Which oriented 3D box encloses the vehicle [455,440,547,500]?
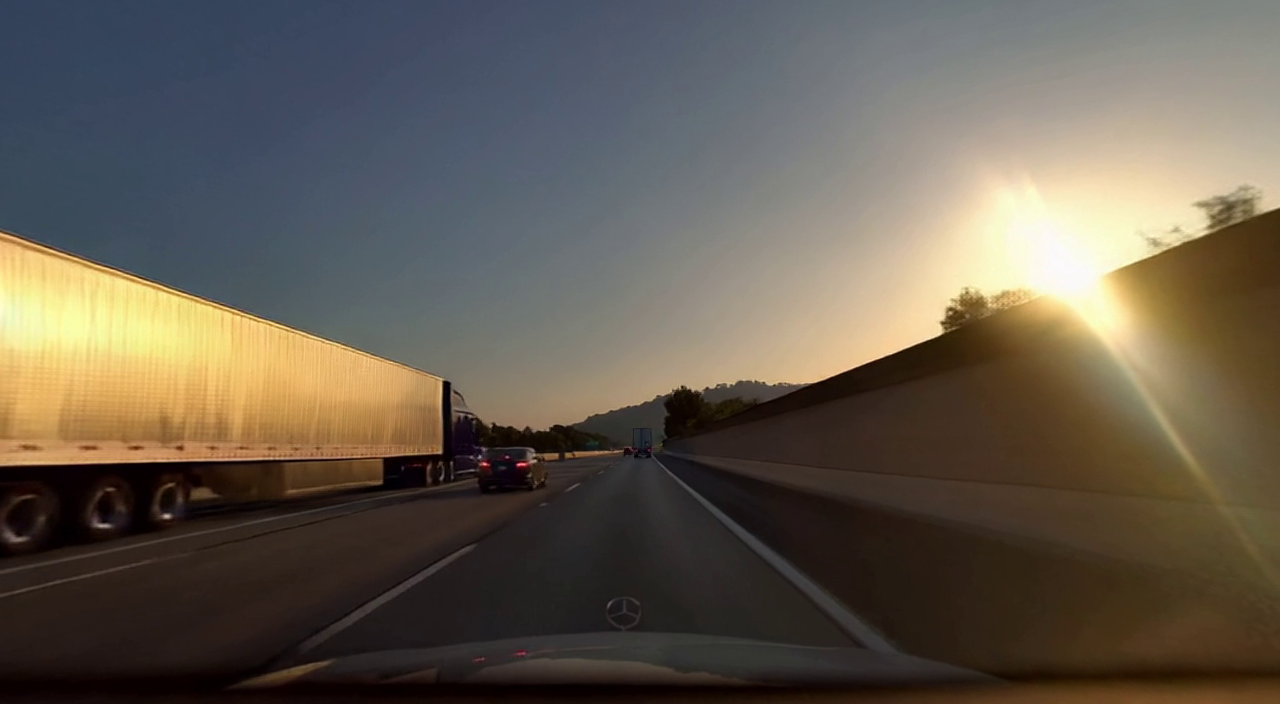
[{"bbox_3d":[-4.000,3.439,18.766,1.880,1.569,3.714,0,-9,0],"label":"vehicle"}]
